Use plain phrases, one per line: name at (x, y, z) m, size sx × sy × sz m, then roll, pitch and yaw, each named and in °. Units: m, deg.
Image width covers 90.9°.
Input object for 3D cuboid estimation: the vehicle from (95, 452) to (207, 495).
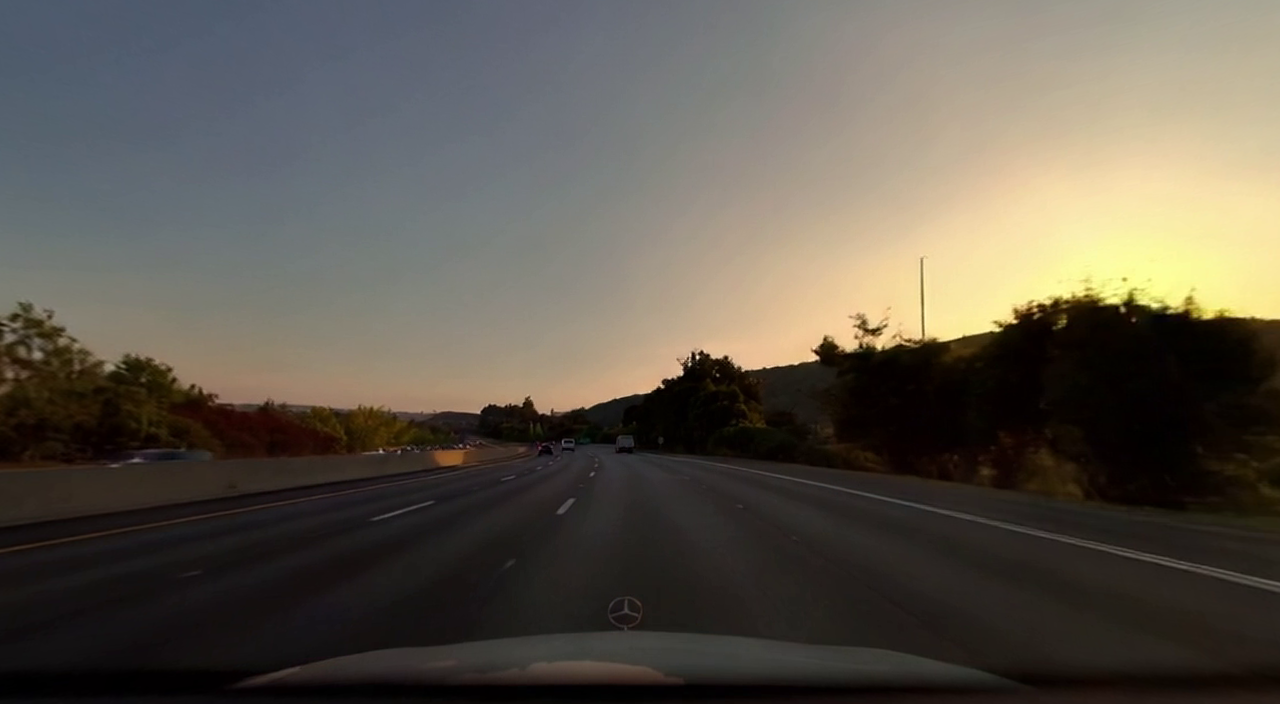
vehicle at (-22.255, 5.505, 28.932) m, size 1.756 × 1.461 × 4.205 m, roll 3°, pitch -6°, yaw -1°
